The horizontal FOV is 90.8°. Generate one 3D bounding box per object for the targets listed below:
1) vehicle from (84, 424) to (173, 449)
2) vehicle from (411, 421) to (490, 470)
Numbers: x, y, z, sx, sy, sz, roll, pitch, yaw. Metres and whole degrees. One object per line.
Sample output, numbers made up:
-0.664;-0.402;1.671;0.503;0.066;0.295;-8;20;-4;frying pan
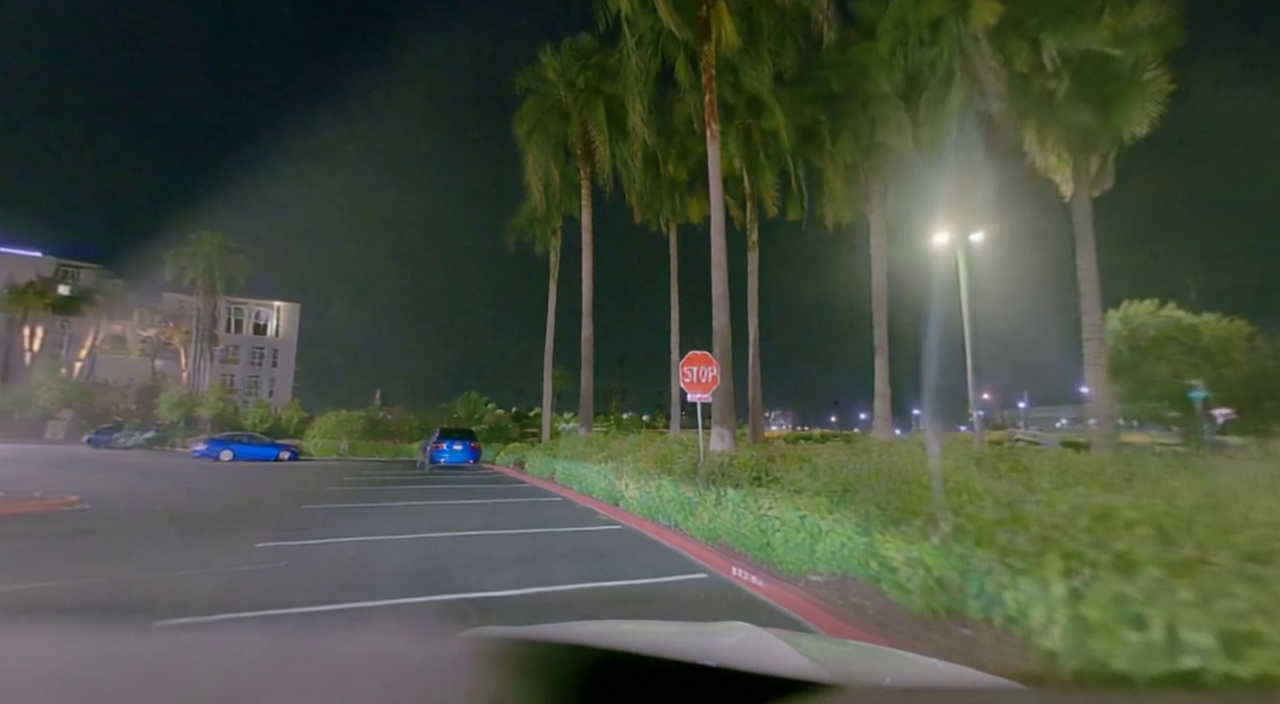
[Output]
-34.443;5.734;42.644;4.457;1.552;1.748;7;-11;-39;vehicle
-7.415;3.623;24.446;2.071;1.700;4.367;4;-10;-27;vehicle
